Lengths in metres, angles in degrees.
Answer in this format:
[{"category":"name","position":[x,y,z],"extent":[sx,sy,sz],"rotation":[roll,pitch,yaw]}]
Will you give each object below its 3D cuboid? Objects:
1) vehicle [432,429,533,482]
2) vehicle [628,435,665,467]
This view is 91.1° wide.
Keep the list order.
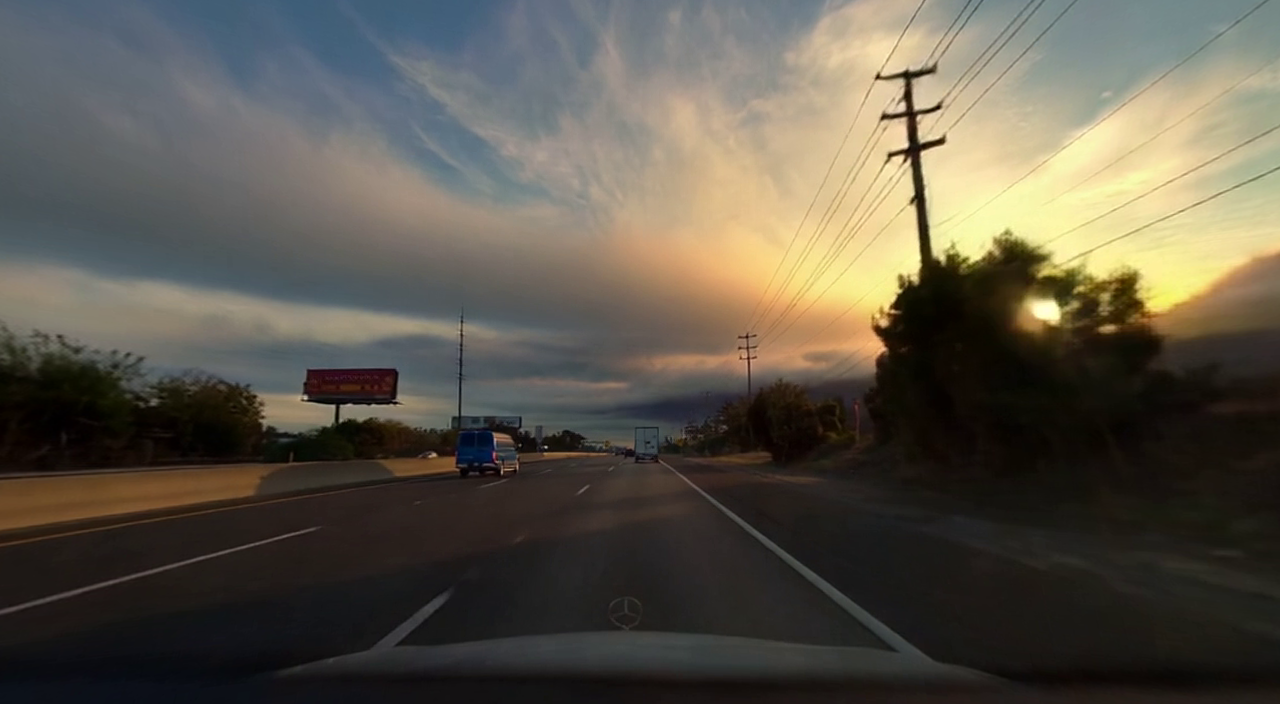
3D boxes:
[{"category":"vehicle","position":[-6.848,4.630,28.479],"extent":[2.695,2.084,6.836],"rotation":[0,-8,1]},{"category":"vehicle","position":[0.473,7.511,47.918],"extent":[2.692,2.279,5.695],"rotation":[0,-8,0]}]
